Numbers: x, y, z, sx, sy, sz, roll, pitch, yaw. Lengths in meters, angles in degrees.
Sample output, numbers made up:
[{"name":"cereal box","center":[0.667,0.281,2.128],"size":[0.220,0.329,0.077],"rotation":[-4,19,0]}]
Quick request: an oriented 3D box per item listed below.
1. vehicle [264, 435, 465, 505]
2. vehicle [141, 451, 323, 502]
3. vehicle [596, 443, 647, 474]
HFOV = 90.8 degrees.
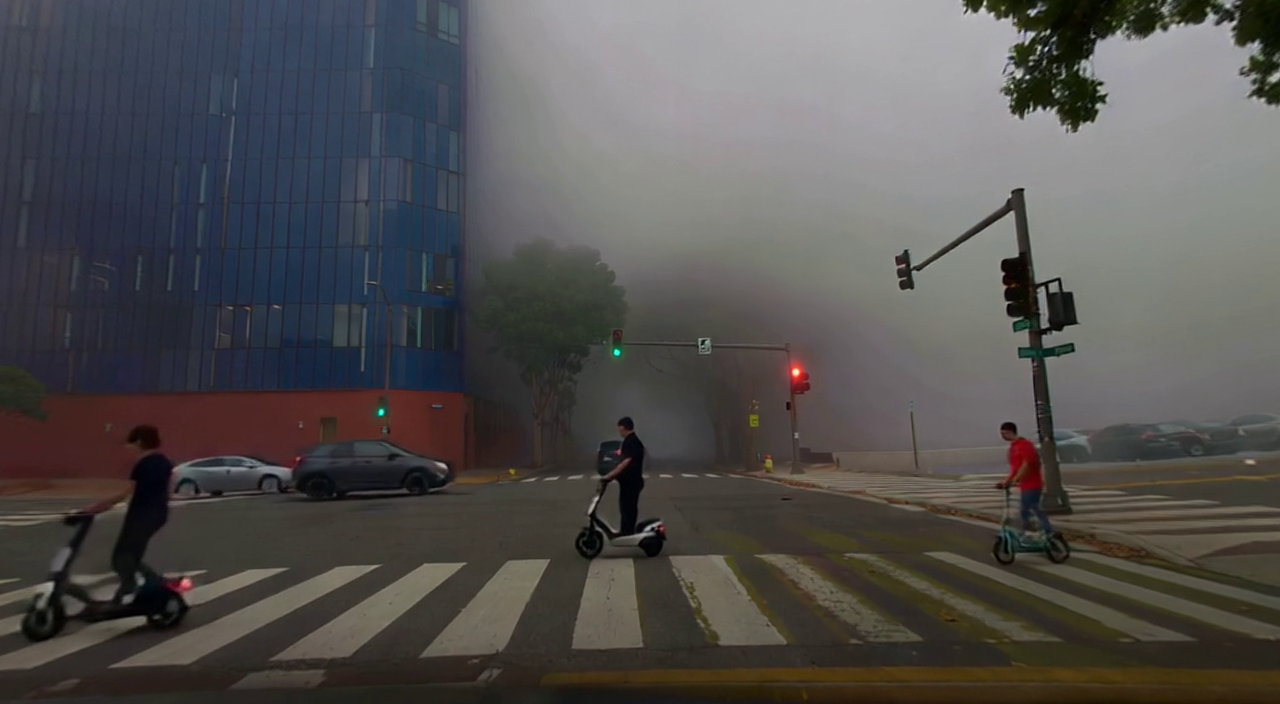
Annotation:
[{"name":"vehicle","center":[-7.494,3.207,17.656],"size":[4.802,1.724,2.122],"rotation":[3,-9,-21]},{"name":"vehicle","center":[-13.101,3.992,20.643],"size":[4.485,1.463,2.075],"rotation":[2,-9,-15]},{"name":"vehicle","center":[-0.980,6.080,36.379],"size":[2.051,1.616,4.641],"rotation":[-2,-9,10]}]
